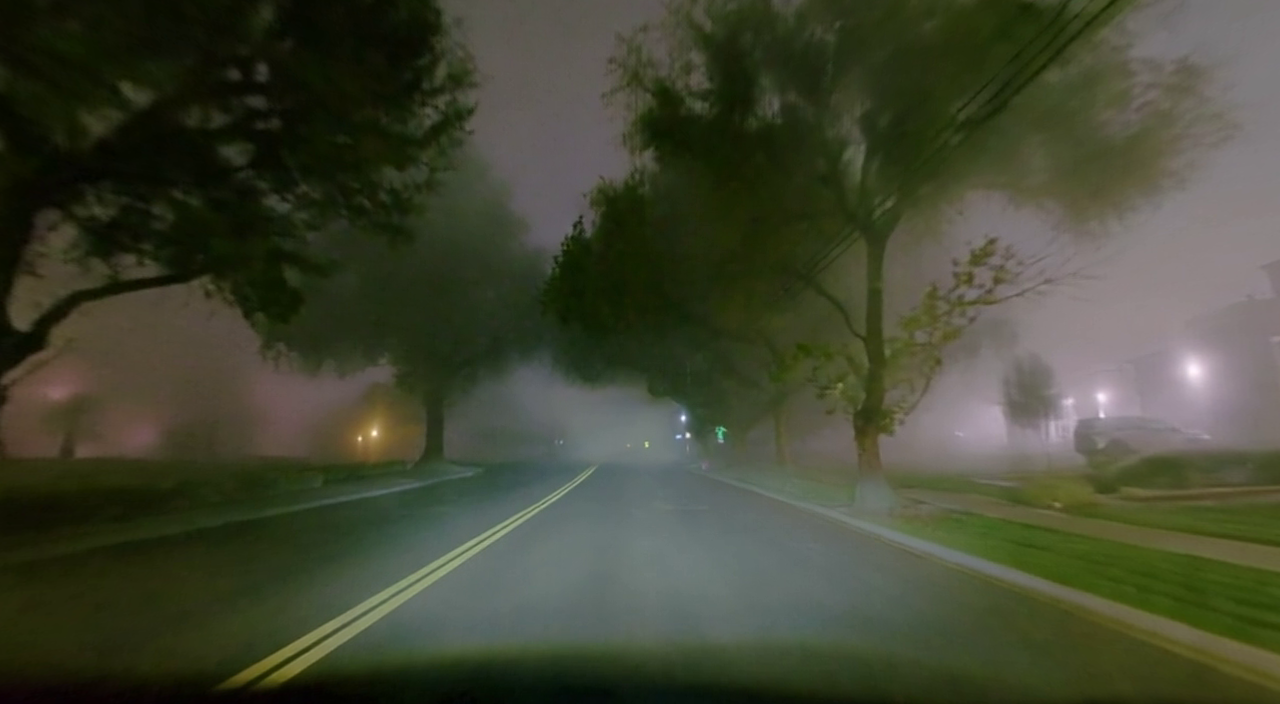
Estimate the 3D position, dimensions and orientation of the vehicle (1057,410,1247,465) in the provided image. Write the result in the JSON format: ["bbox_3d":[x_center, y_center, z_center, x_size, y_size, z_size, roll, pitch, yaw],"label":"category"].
[{"bbox_3d":[17.136,2.898,21.258,4.562,1.736,2.092,0,-8,-1],"label":"vehicle"}]
